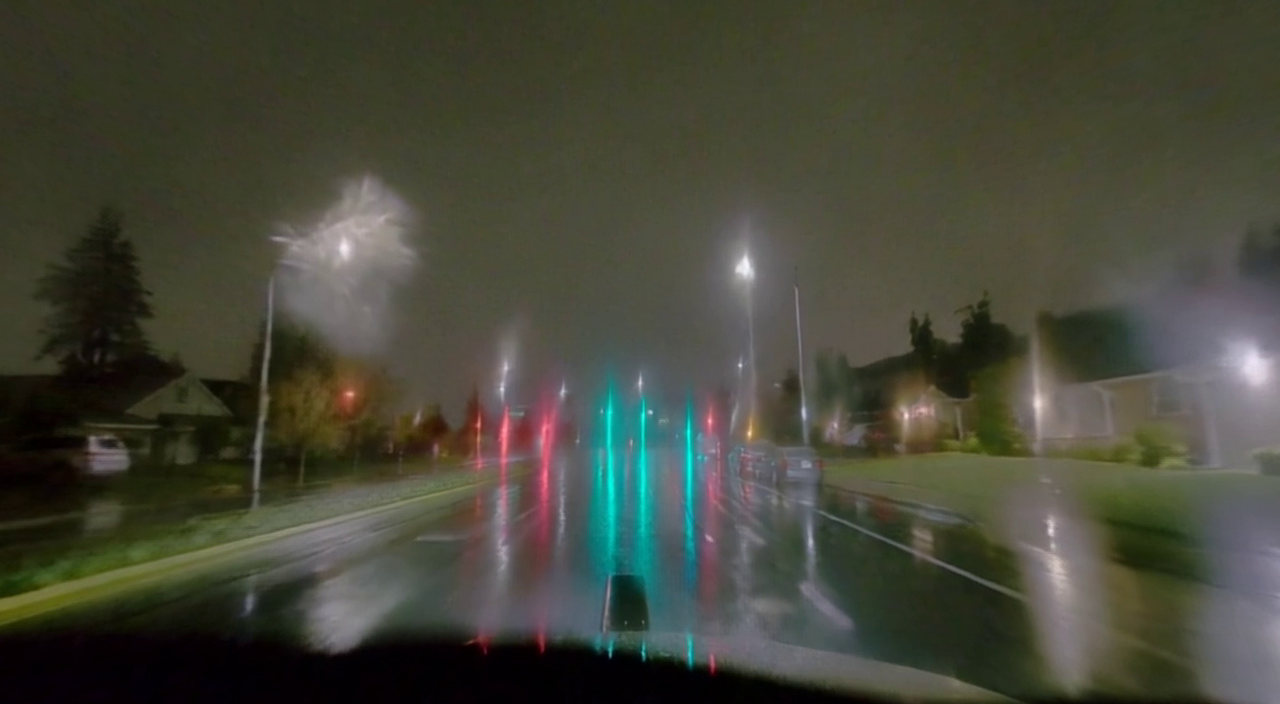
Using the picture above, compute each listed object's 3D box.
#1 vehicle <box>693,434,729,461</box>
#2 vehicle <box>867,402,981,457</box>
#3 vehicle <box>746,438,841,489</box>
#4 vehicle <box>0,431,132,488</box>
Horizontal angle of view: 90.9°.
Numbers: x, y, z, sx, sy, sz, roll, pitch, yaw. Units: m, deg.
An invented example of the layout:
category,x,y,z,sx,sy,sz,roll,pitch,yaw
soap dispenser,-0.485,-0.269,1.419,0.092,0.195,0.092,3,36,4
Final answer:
category,x,y,z,sx,sy,sz,roll,pitch,yaw
vehicle,5.131,7.004,46.148,2.170,1.869,4.594,0,-8,2
vehicle,13.515,3.743,30.199,4.284,1.725,1.981,-12,-9,-1
vehicle,4.732,3.492,20.136,1.881,1.435,4.525,0,-8,0
vehicle,-21.015,3.664,21.757,4.759,1.824,2.442,0,-8,0
